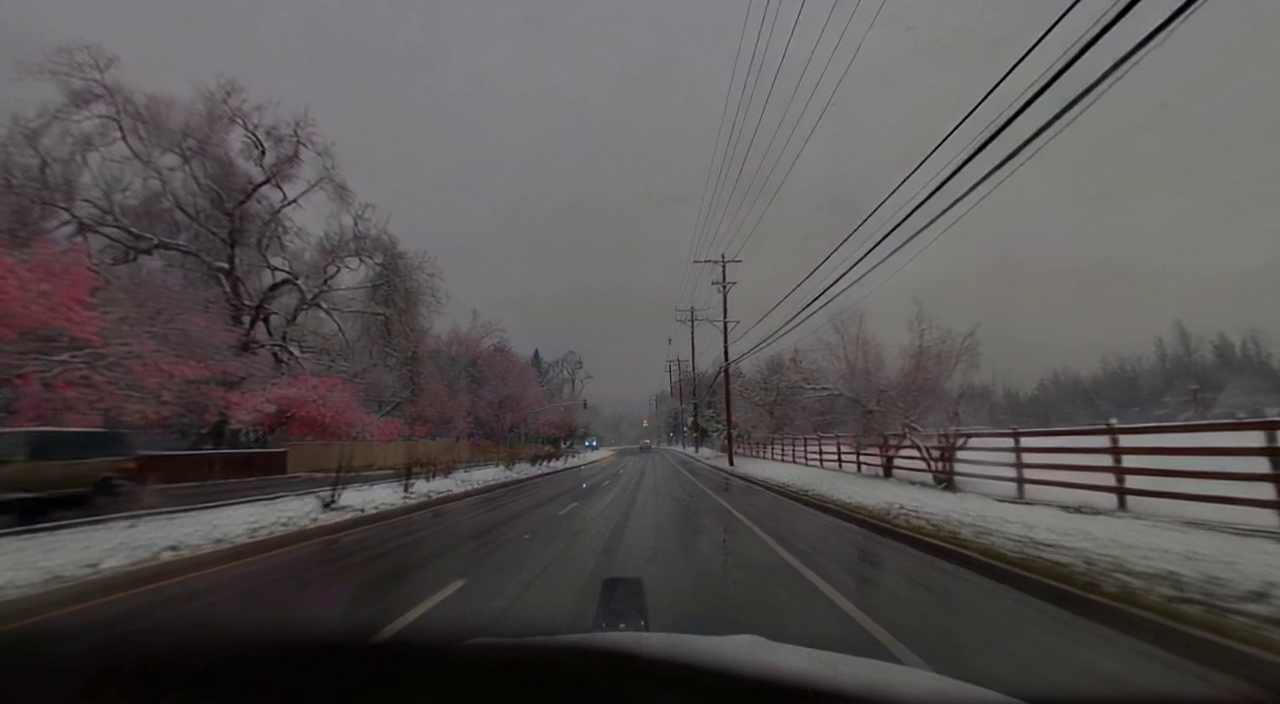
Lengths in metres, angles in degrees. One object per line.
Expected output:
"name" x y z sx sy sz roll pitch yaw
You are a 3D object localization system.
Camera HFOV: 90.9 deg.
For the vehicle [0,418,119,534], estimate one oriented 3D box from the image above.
"vehicle" -11.161 1.976 10.001 2.044 1.815 4.244 0 -8 1
